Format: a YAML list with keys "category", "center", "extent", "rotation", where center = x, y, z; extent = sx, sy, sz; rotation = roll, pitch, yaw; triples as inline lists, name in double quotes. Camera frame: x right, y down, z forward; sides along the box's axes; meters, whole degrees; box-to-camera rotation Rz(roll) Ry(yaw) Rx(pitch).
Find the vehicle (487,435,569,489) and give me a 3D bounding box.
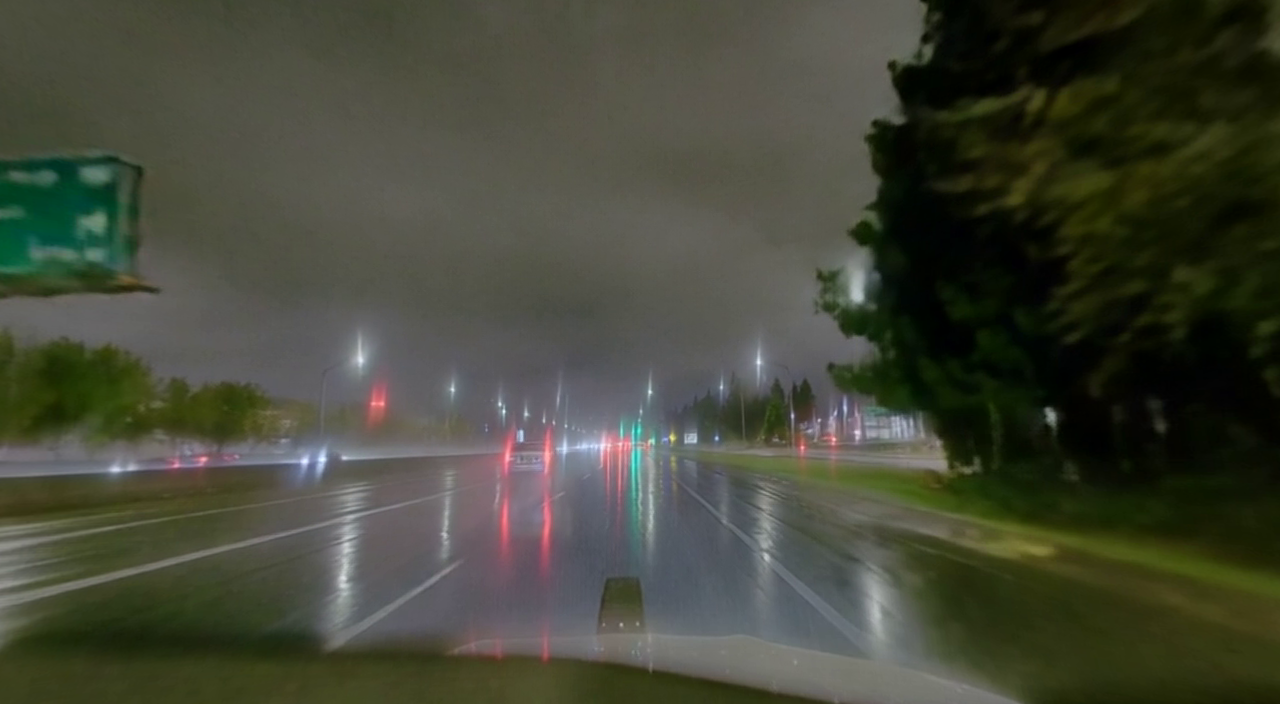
- category: "vehicle"
  center: [-4.008, 4.031, 23.547]
  extent: [2.150, 1.761, 4.697]
  rotation: [0, -8, 1]
